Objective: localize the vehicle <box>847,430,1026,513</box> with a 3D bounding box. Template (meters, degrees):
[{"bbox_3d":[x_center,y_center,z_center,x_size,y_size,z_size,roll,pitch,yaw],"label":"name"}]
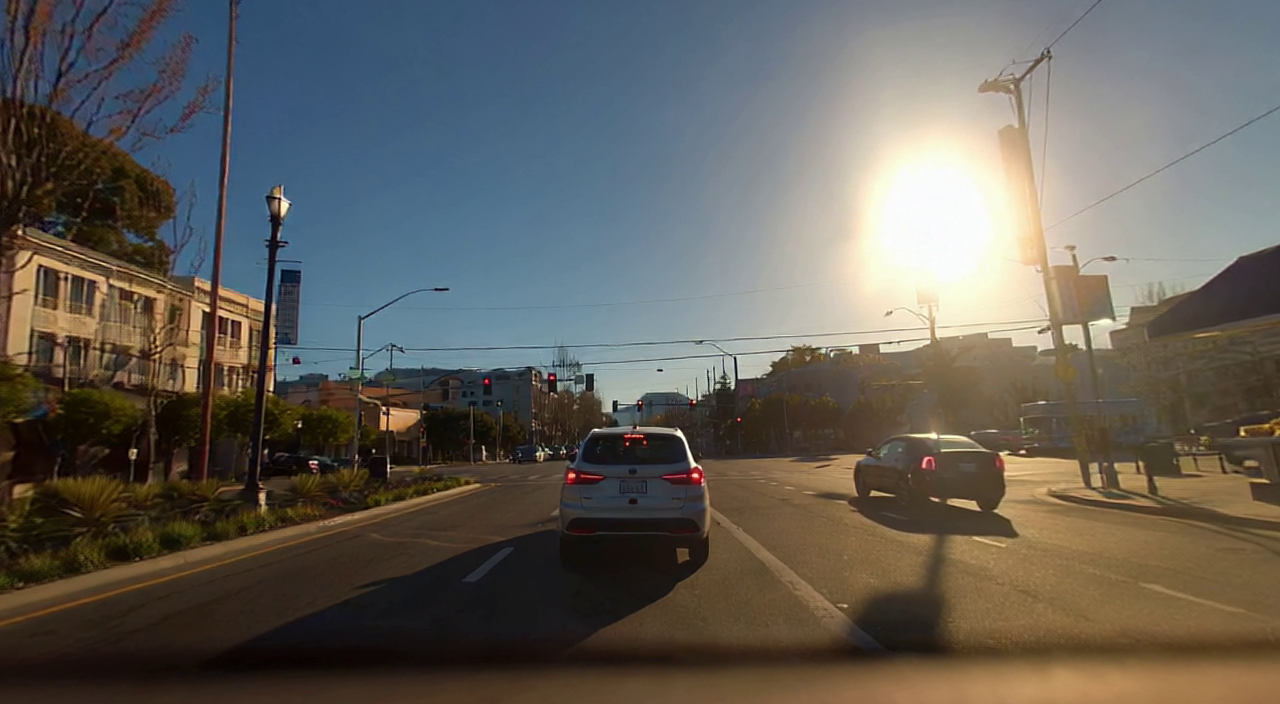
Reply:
[{"bbox_3d":[6.737,2.763,15.024,2.072,1.652,4.611,0,-8,1],"label":"vehicle"}]

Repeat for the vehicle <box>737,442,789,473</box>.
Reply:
[{"bbox_3d":[6.271,5.451,32.633,1.961,1.477,4.454,0,-8,2],"label":"vehicle"}]

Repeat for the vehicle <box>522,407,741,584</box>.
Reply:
[{"bbox_3d":[-0.064,1.689,8.124,2.115,1.700,3.901,0,-8,1],"label":"vehicle"}]

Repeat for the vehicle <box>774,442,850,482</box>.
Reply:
[{"bbox_3d":[6.837,4.406,25.460,1.833,1.452,4.237,0,-9,0],"label":"vehicle"}]
